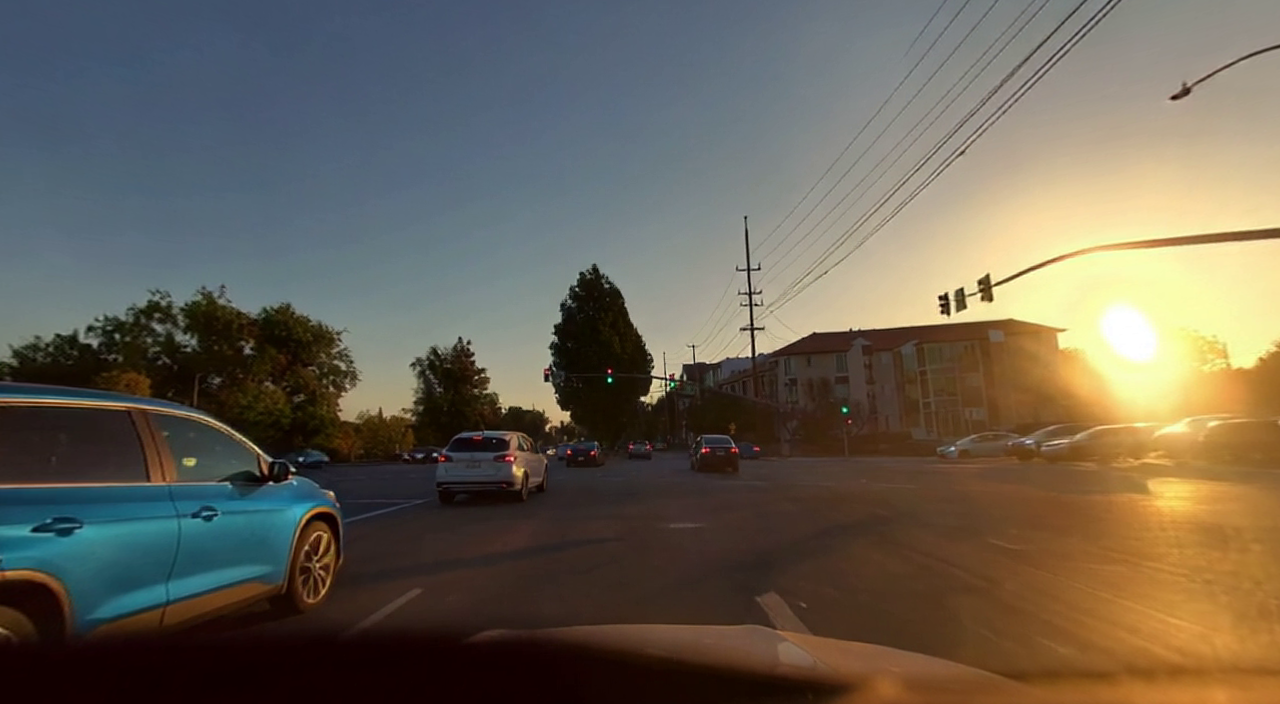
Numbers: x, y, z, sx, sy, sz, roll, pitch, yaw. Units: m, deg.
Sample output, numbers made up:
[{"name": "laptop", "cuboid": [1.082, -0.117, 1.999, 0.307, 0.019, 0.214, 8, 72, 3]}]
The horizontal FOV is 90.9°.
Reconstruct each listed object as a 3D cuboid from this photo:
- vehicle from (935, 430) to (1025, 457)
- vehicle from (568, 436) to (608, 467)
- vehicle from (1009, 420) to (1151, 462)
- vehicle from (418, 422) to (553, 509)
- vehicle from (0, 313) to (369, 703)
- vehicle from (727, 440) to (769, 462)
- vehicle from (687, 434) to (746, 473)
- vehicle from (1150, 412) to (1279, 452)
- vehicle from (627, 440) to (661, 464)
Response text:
[{"name": "vehicle", "cuboid": [20.270, 5.470, 37.706, 4.119, 1.574, 2.028, 0, -9, 1]}, {"name": "vehicle", "cuboid": [-2.944, 5.779, 36.667, 1.900, 1.677, 4.128, 0, -8, 1]}, {"name": "vehicle", "cuboid": [19.683, 4.006, 28.343, 5.033, 1.802, 1.928, 1, -9, -5]}, {"name": "vehicle", "cuboid": [-3.425, 2.619, 14.933, 1.958, 1.744, 4.315, 0, -8, 2]}, {"name": "vehicle", "cuboid": [-3.349, 0.854, 2.978, 2.127, 1.754, 4.287, 0, -8, 1]}, {"name": "vehicle", "cuboid": [8.457, 7.788, 49.709, 1.928, 1.591, 4.436, 1, -9, -8]}, {"name": "vehicle", "cuboid": [3.578, 4.870, 30.409, 2.201, 1.734, 4.564, 0, -8, -1]}, {"name": "vehicle", "cuboid": [26.206, 3.631, 28.501, 4.439, 1.748, 2.037, 0, -9, 1]}, {"name": "vehicle", "cuboid": [0.284, 6.766, 42.905, 2.185, 1.515, 4.215, 0, -8, 1]}]
